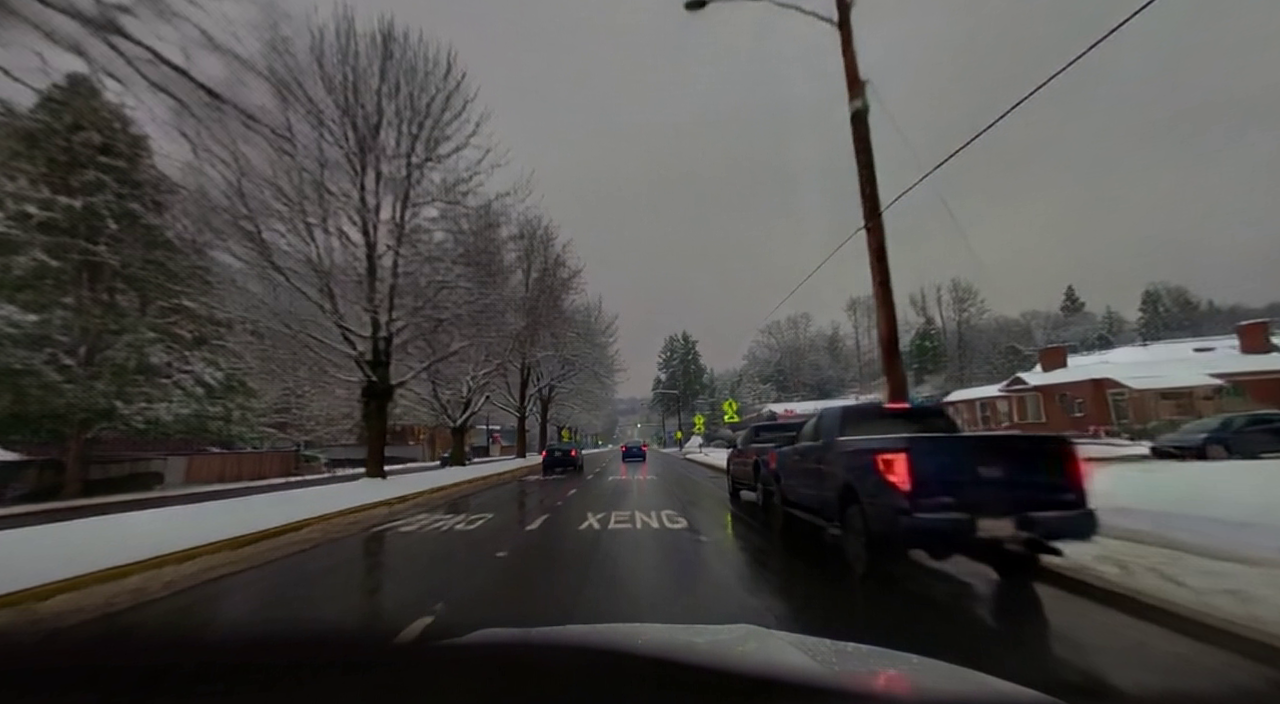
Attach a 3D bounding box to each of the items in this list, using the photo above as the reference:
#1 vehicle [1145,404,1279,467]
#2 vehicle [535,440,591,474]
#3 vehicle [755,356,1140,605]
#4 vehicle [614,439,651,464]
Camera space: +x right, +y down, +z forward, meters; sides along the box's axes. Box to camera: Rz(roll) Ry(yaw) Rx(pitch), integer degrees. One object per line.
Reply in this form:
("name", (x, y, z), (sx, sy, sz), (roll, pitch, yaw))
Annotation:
("vehicle", (15.789, 2.079, 15.587), (1.881, 1.477, 4.617), (4, -9, -27))
("vehicle", (-3.487, 4.855, 29.457), (2.083, 1.460, 4.527), (0, -8, 0))
("vehicle", (3.006, 1.438, 7.977), (2.072, 2.017, 5.590), (0, -8, 0))
("vehicle", (-0.488, 6.275, 39.809), (2.187, 1.478, 4.138), (0, -8, -1))
